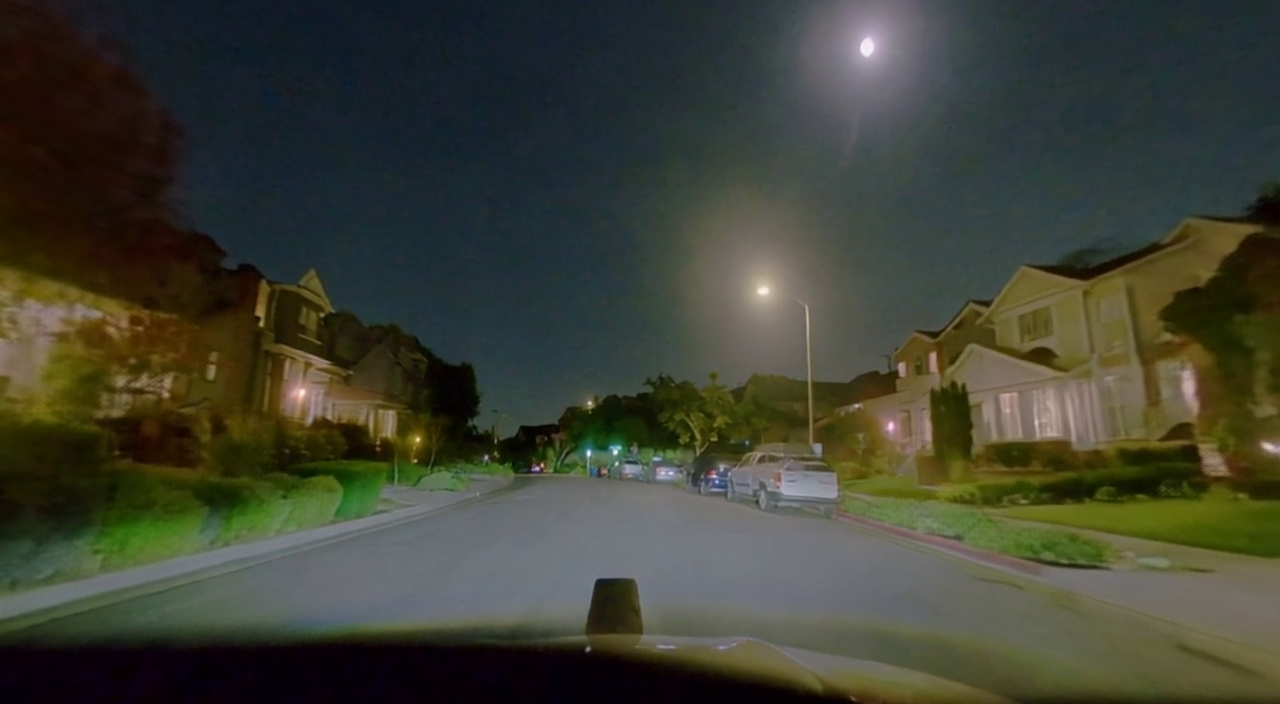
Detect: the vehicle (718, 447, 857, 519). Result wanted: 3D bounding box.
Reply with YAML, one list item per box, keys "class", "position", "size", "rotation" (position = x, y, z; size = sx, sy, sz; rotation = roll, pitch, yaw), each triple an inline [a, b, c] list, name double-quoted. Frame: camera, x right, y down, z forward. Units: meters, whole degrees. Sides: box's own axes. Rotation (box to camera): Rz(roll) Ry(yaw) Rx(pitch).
- class: "vehicle"
  position: [4.489, 4.175, 20.647]
  size: [2.715, 1.900, 6.163]
  rotation: [2, -10, -3]

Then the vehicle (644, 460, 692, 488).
- class: "vehicle"
  position: [1.909, 8.603, 44.935]
  size: [2.111, 1.771, 4.942]
  rotation: [2, -9, -13]
